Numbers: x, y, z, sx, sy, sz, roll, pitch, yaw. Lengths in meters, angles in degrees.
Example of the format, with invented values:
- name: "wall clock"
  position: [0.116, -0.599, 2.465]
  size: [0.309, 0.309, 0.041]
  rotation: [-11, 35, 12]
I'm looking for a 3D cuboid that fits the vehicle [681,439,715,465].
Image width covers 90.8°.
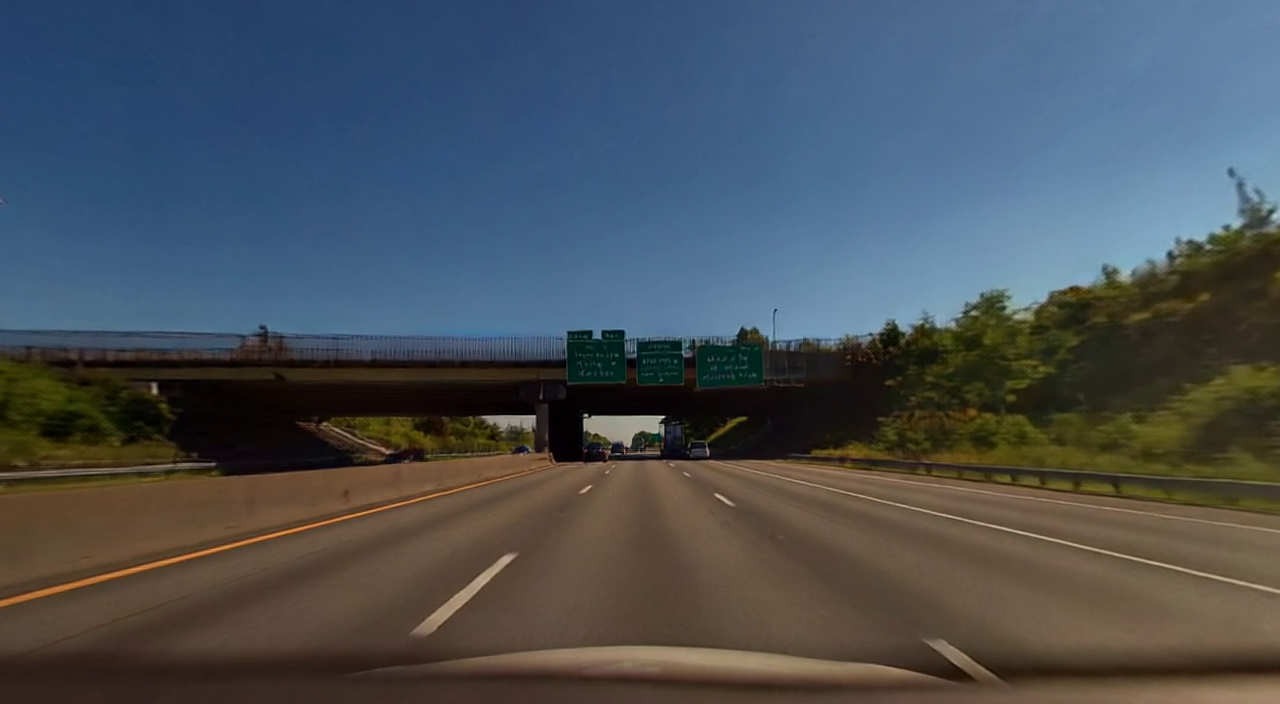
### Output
- name: "vehicle"
  position: [4.487, 7.852, 49.660]
  size: [2.100, 1.889, 4.969]
  rotation: [0, -9, -1]

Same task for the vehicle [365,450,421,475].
- name: "vehicle"
  position: [-15.504, 6.947, 39.838]
  size: [1.816, 1.468, 4.091]
  rotation: [0, -9, 0]

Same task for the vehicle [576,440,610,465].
- name: "vehicle"
  position: [-3.489, 7.612, 47.722]
  size: [2.238, 1.792, 4.518]
  rotation: [0, -9, 0]
